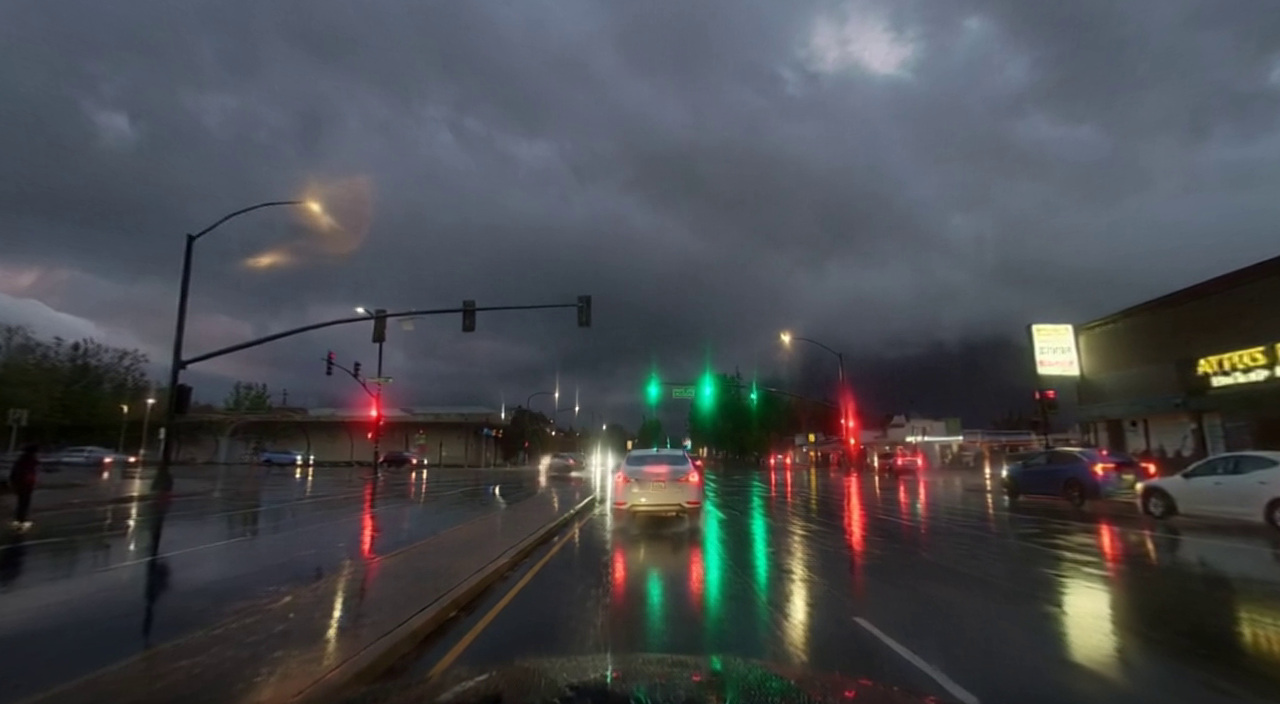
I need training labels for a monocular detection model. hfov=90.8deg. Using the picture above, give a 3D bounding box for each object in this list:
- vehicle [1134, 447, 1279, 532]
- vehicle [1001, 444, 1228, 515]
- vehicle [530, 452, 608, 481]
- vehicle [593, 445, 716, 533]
[{"bbox_3d":[14.193,2.981,14.030,2.235,1.721,5.230,0,-9,1],"label":"vehicle"},{"bbox_3d":[14.099,3.786,19.450,2.309,1.819,5.793,0,-9,-2],"label":"vehicle"},{"bbox_3d":[-3.808,6.014,33.483,1.841,1.434,4.531,8,-12,-40],"label":"vehicle"},{"bbox_3d":[0.289,2.652,12.870,2.067,1.471,4.241,0,-9,1],"label":"vehicle"}]
